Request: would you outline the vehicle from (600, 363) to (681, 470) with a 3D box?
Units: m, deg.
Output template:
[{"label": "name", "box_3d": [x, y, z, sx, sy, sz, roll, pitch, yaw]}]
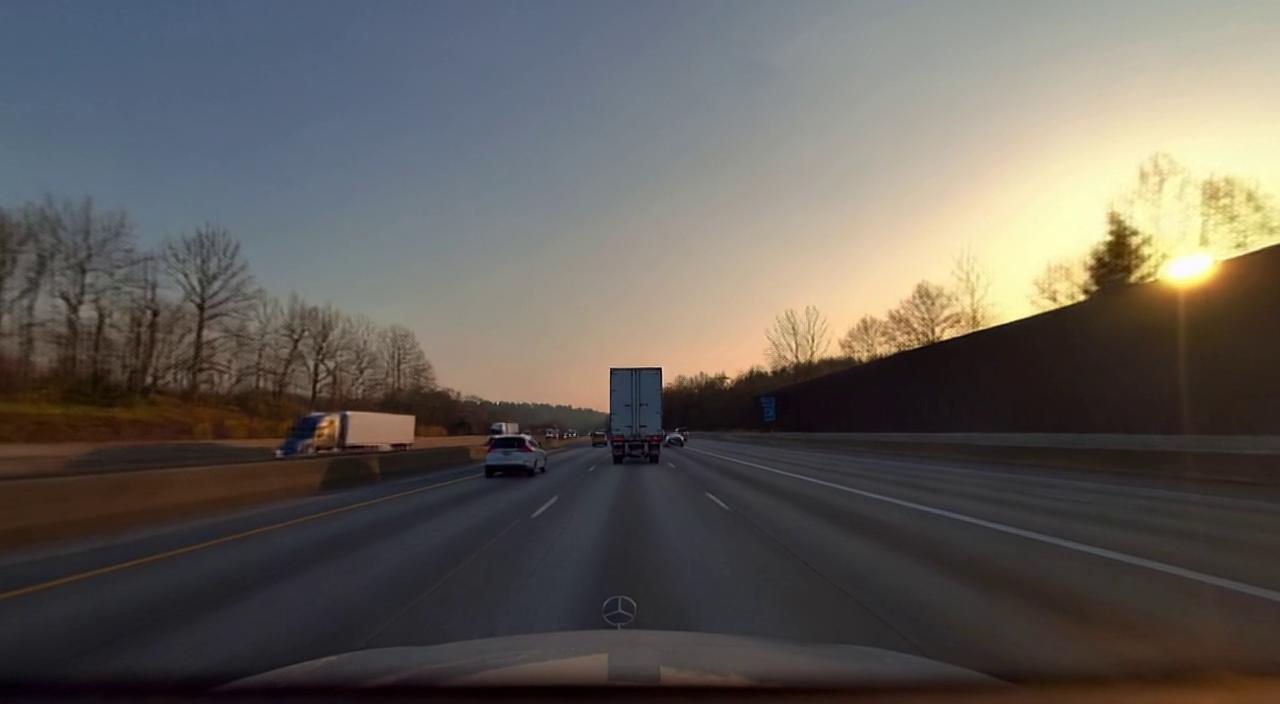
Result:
[{"label": "vehicle", "box_3d": [-0.055, 3.486, 31.645, 2.965, 3.972, 16.689, 0, -8, 0]}]

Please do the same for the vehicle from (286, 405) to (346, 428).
[{"label": "vehicle", "box_3d": [-25.412, 5.137, 49.466, 2.062, 1.683, 4.981, 0, -8, 0]}]

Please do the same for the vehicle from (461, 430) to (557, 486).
[{"label": "vehicle", "box_3d": [-3.888, 3.203, 19.522, 2.005, 1.521, 4.454, 0, -8, 0]}]
